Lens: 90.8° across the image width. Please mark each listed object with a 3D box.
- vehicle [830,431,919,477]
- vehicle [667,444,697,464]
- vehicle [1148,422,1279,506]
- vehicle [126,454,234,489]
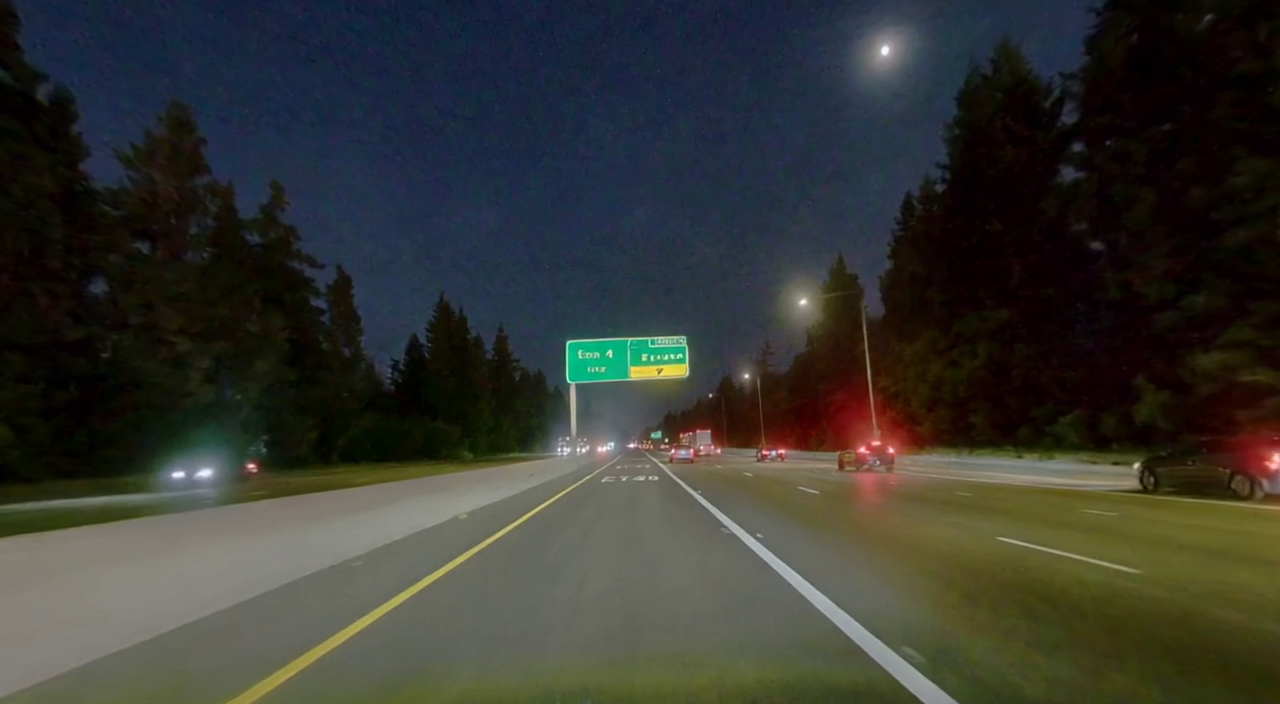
[{"bbox_3d":[10.129,4.458,27.703,2.098,1.820,4.505,0,-9,-1],"label":"vehicle"},{"bbox_3d":[3.211,7.937,49.274,1.956,1.462,4.397,0,-9,-1],"label":"vehicle"},{"bbox_3d":[14.167,2.467,14.083,1.957,1.709,4.387,0,-9,-1],"label":"vehicle"},{"bbox_3d":[-22.356,5.797,30.998,1.866,1.526,4.669,0,-9,-2],"label":"vehicle"}]
